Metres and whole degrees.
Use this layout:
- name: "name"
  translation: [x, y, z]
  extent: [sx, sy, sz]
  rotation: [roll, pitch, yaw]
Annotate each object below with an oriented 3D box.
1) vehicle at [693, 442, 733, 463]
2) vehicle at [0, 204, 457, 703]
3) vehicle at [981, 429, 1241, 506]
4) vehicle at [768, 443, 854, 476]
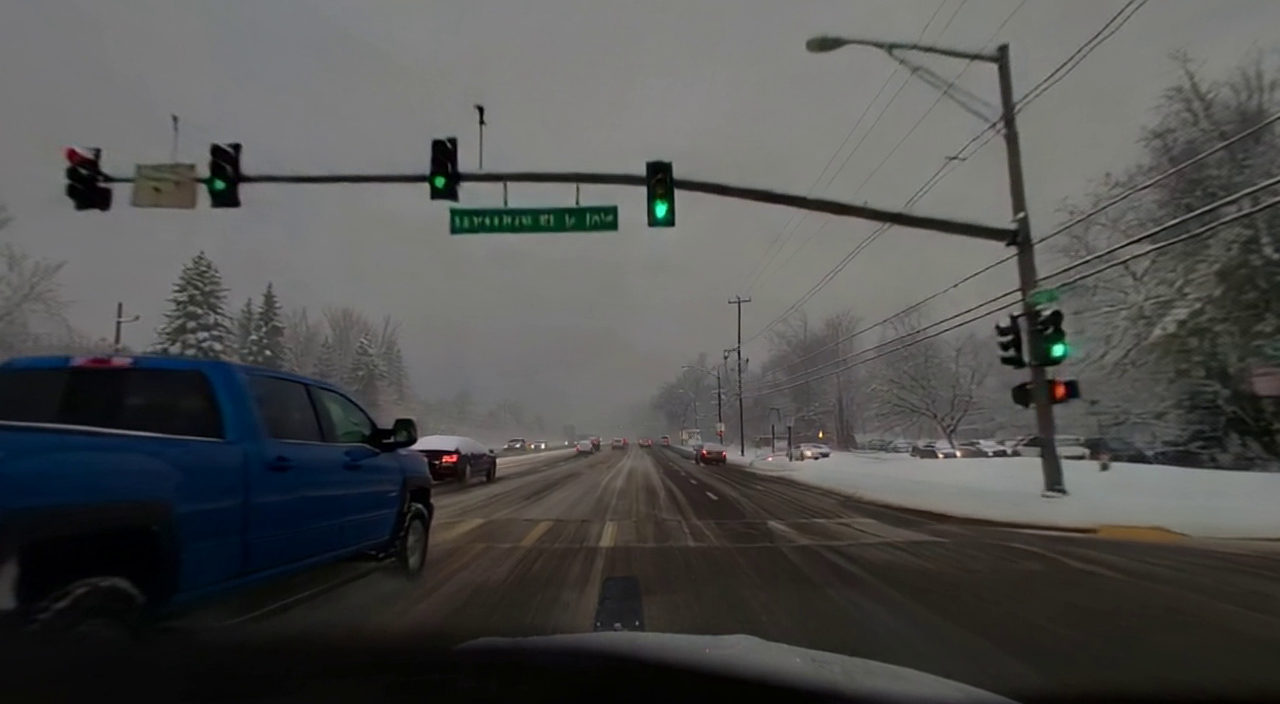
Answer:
- name: "vehicle"
  translation: [5.335, 7.361, 46.520]
  extent: [2.071, 1.435, 4.226]
  rotation: [1, -8, -6]
- name: "vehicle"
  translation: [-3.117, 0.803, 3.379]
  extent: [2.467, 1.991, 6.089]
  rotation: [0, -8, 0]
- name: "vehicle"
  translation: [12.450, 3.035, 17.140]
  extent: [2.150, 1.735, 5.106]
  rotation: [6, -10, -35]
- name: "vehicle"
  translation: [8.215, 5.196, 30.830]
  extent: [1.840, 1.428, 4.602]
  rotation: [2, -9, -17]
